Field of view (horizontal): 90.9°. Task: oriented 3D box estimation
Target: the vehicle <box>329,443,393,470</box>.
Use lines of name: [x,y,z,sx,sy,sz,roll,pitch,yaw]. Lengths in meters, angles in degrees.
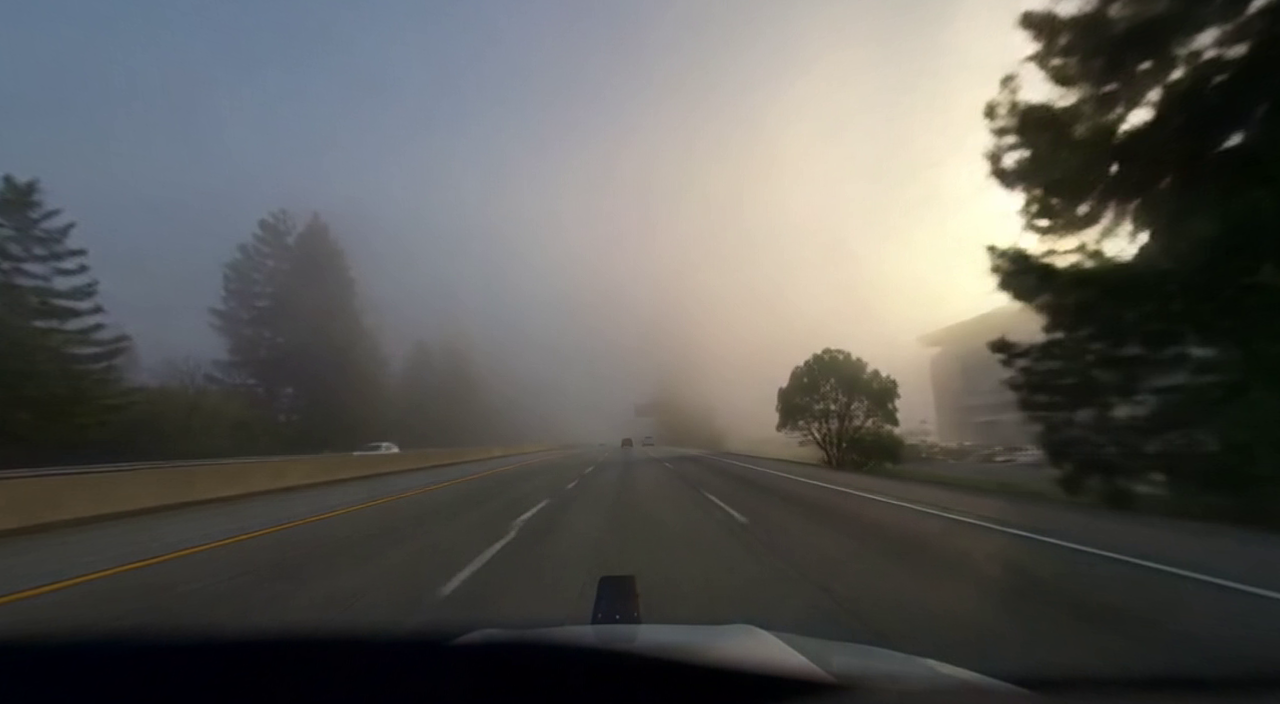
vehicle: [-17.436,6.539,39.652,1.913,1.494,4.609,0,-8,0]
